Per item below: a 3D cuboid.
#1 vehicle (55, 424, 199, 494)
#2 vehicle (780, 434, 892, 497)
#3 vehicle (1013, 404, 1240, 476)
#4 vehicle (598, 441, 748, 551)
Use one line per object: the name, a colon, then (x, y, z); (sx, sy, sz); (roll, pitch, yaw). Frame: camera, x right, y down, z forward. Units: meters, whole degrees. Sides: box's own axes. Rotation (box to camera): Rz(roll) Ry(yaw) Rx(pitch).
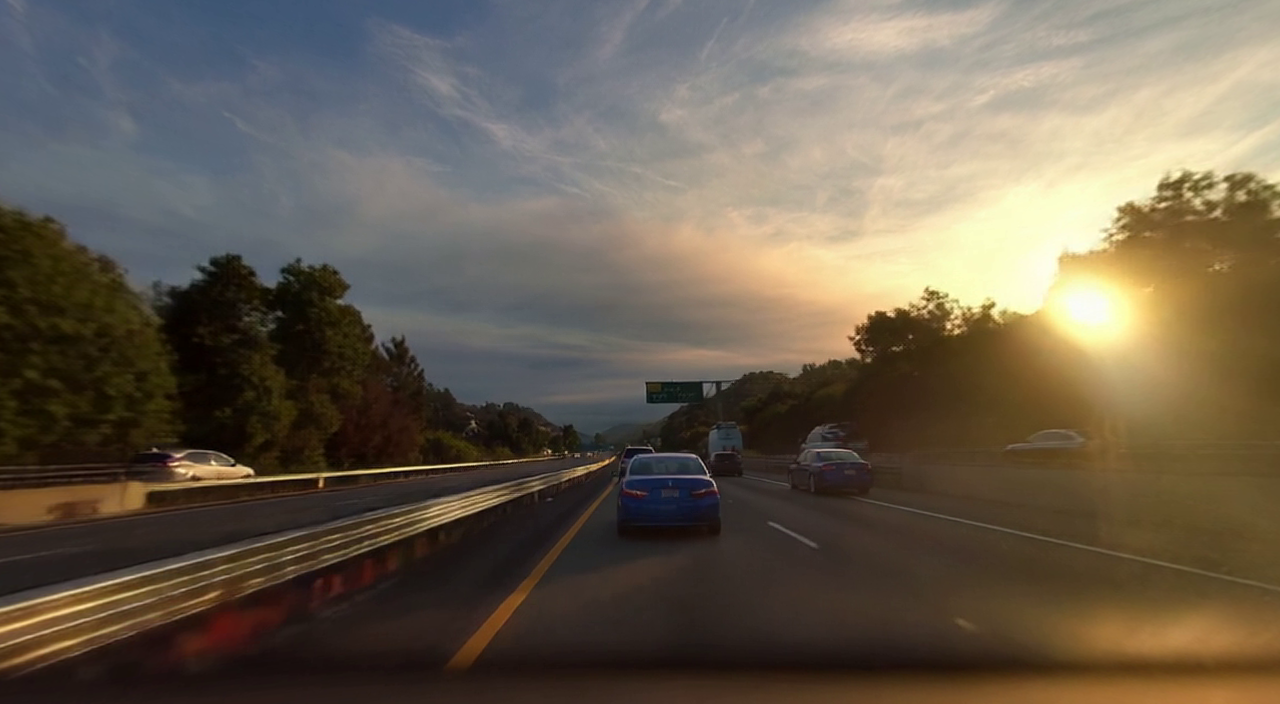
vehicle: (-33.521, 6.961, 41.714); (2.902, 3.981, 7.819); (-3, -8, 0)
vehicle: (6.331, 3.725, 21.024); (2.177, 1.827, 4.565); (0, -9, -1)
vehicle: (31.548, 6.063, 42.488); (2.822, 3.996, 14.073); (1, -9, -7)
vehicle: (0.416, 2.293, 10.668); (2.076, 1.485, 3.774); (0, -9, -1)
